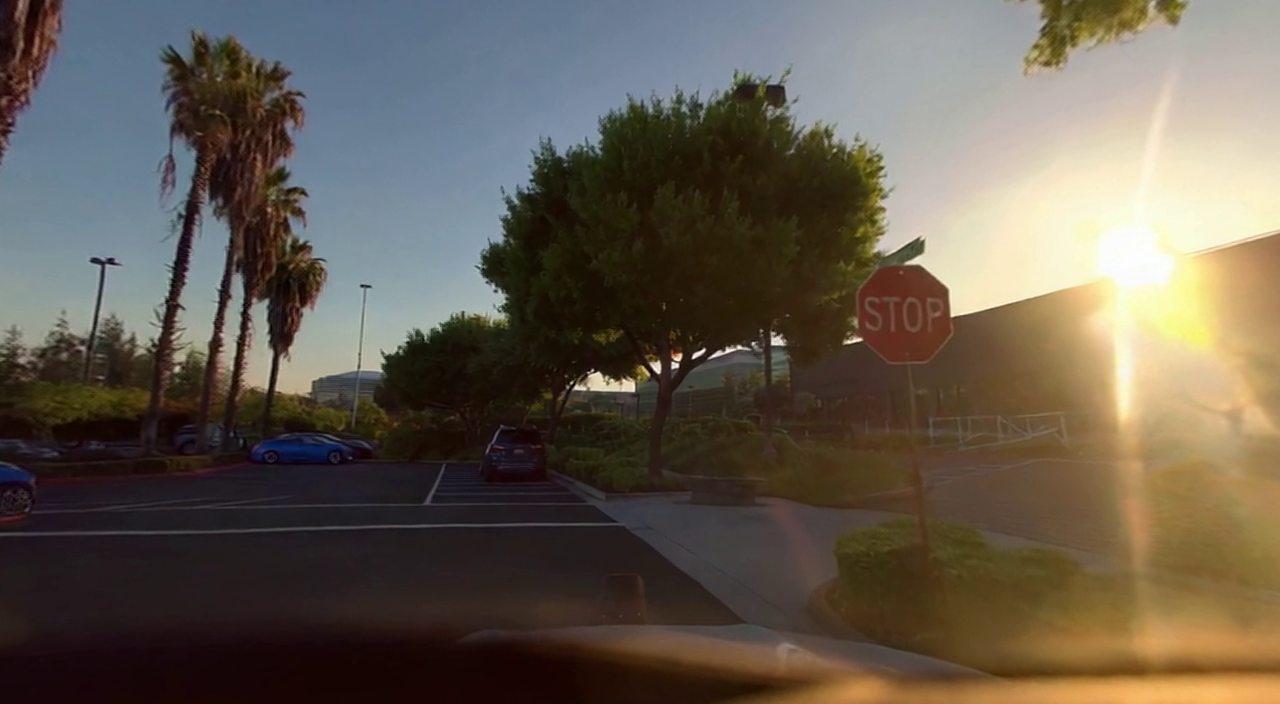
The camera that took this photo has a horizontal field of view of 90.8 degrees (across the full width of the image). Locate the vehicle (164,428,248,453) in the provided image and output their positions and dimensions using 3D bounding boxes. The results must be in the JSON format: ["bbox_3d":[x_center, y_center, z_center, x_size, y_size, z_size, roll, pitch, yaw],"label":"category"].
[{"bbox_3d":[-29.133,5.967,42.558,4.457,1.552,1.748,5,-10,-33],"label":"vehicle"}]

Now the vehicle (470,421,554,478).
[{"bbox_3d":[-4.439,3.272,21.319,2.071,1.700,4.367,3,-9,-20],"label":"vehicle"}]
